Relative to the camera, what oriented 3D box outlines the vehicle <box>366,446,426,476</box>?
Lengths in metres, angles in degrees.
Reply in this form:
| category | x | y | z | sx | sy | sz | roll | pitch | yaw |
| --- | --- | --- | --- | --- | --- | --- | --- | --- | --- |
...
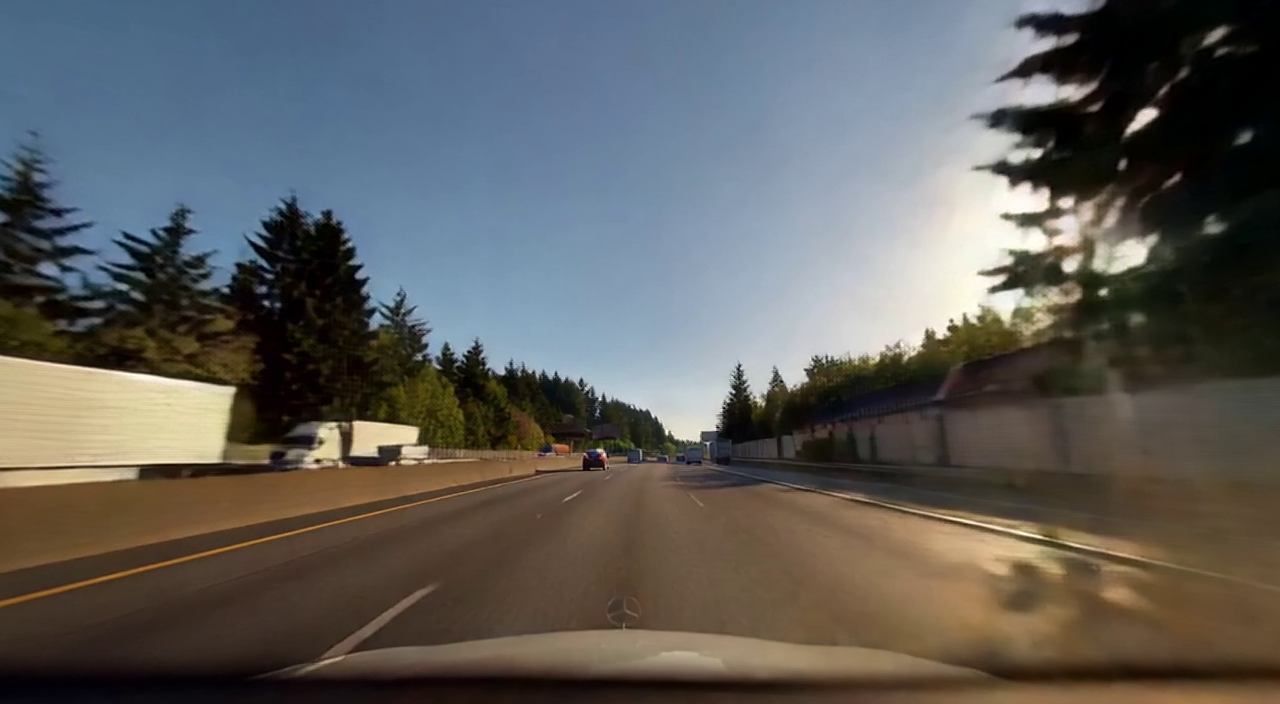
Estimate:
| category | x | y | z | sx | sy | sz | roll | pitch | yaw |
| --- | --- | --- | --- | --- | --- | --- | --- | --- | --- |
| vehicle | -17.040 | 7.634 | 44.373 | 2.095 | 1.943 | 5.068 | 0 | -9 | 1 |

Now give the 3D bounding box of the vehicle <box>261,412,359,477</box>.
| category | x | y | z | sx | sy | sz | roll | pitch | yaw |
| --- | --- | --- | --- | --- | --- | --- | --- | --- | --- |
| vehicle | -21.392 | 6.084 | 41.313 | 2.925 | 3.888 | 5.821 | -1 | -9 | 2 |

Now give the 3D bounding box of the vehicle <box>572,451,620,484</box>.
| category | x | y | z | sx | sy | sz | roll | pitch | yaw |
| --- | --- | --- | --- | --- | --- | --- | --- | --- | --- |
| vehicle | -2.119 | 5.752 | 31.709 | 2.035 | 1.513 | 4.272 | 0 | -9 | 1 |

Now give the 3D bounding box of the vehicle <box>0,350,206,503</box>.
| category | x | y | z | sx | sy | sz | roll | pitch | yaw |
| --- | --- | --- | --- | --- | --- | --- | --- | --- | --- |
| vehicle | -18.643 | 2.102 | 17.503 | 3.117 | 4.012 | 13.946 | 0 | -9 | 1 |
